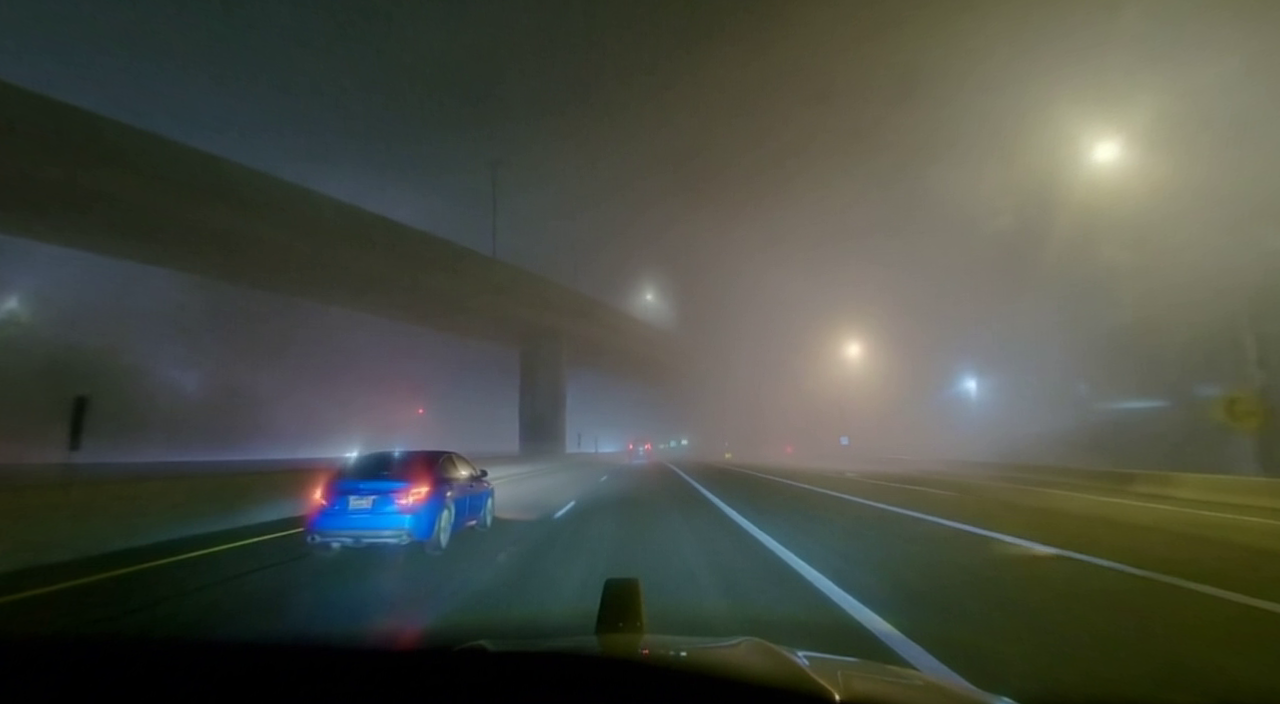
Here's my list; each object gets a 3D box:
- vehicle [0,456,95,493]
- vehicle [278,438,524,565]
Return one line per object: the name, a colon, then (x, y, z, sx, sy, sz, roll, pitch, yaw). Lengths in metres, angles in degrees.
vehicle: (-26.590, 5.333, 27.693, 1.692, 1.456, 3.847, 0, -9, 1)
vehicle: (-3.223, 2.089, 9.588, 2.044, 1.478, 4.114, 0, -9, 1)
